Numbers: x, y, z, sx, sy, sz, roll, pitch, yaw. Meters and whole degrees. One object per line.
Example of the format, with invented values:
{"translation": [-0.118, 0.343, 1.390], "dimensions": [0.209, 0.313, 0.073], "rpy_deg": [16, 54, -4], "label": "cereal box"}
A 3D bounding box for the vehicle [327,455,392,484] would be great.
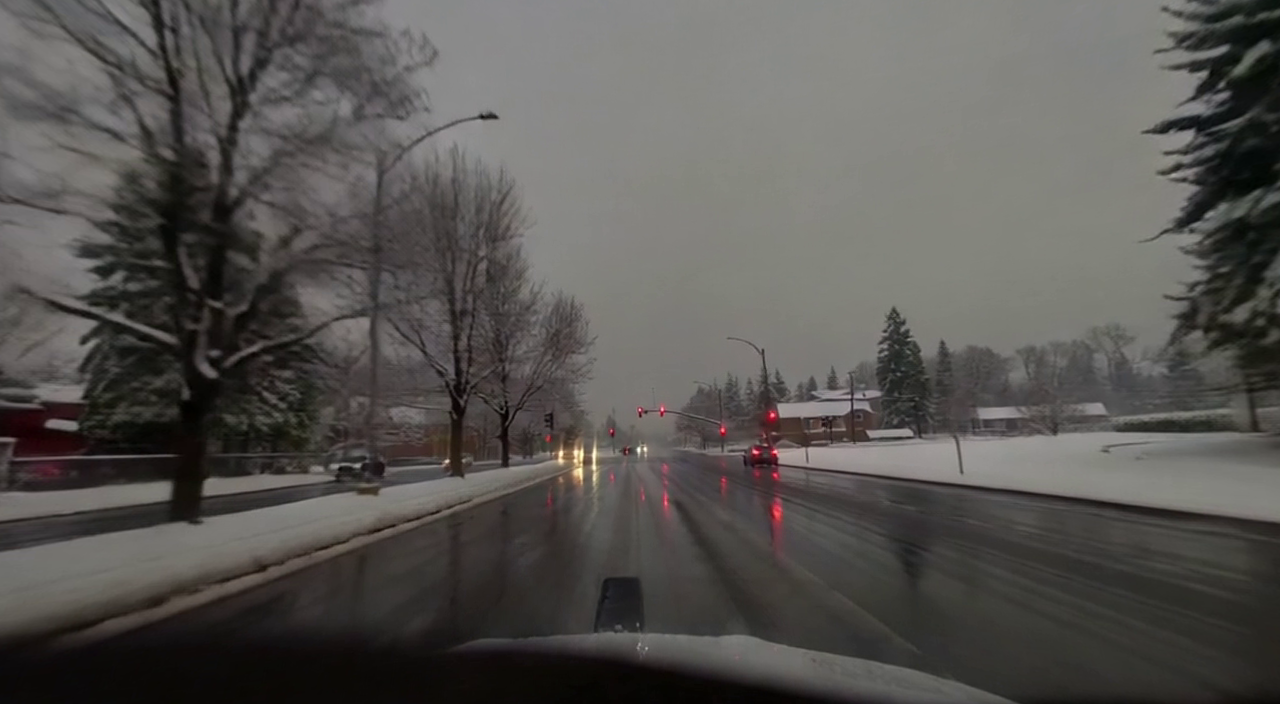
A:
{"translation": [-17.626, 7.395, 39.942], "dimensions": [1.883, 1.583, 4.342], "rpy_deg": [-3, -9, 4], "label": "vehicle"}

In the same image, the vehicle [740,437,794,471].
{"translation": [6.970, 5.643, 35.112], "dimensions": [2.011, 1.710, 4.357], "rpy_deg": [0, -8, -1], "label": "vehicle"}
